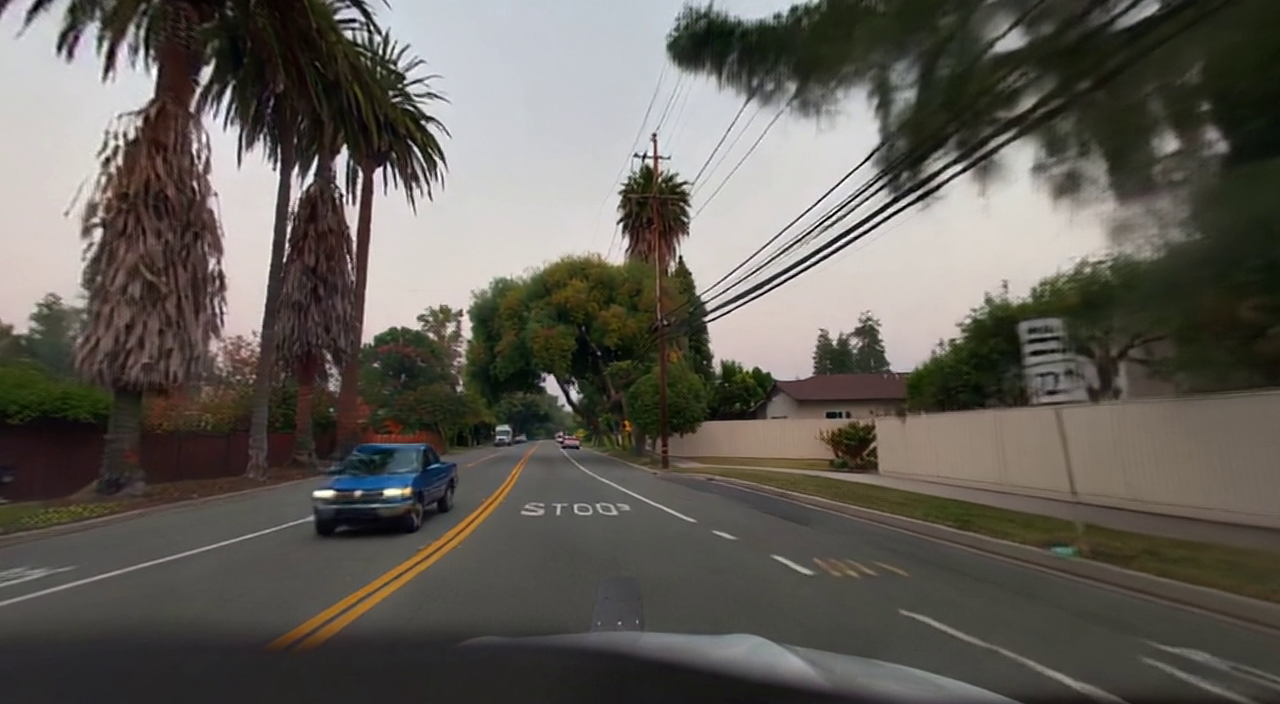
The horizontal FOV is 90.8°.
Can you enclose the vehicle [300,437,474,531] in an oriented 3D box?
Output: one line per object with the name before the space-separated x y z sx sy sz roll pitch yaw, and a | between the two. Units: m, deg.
vehicle | -4.759 2.505 12.713 2.061 1.510 4.457 1 -8 -6
